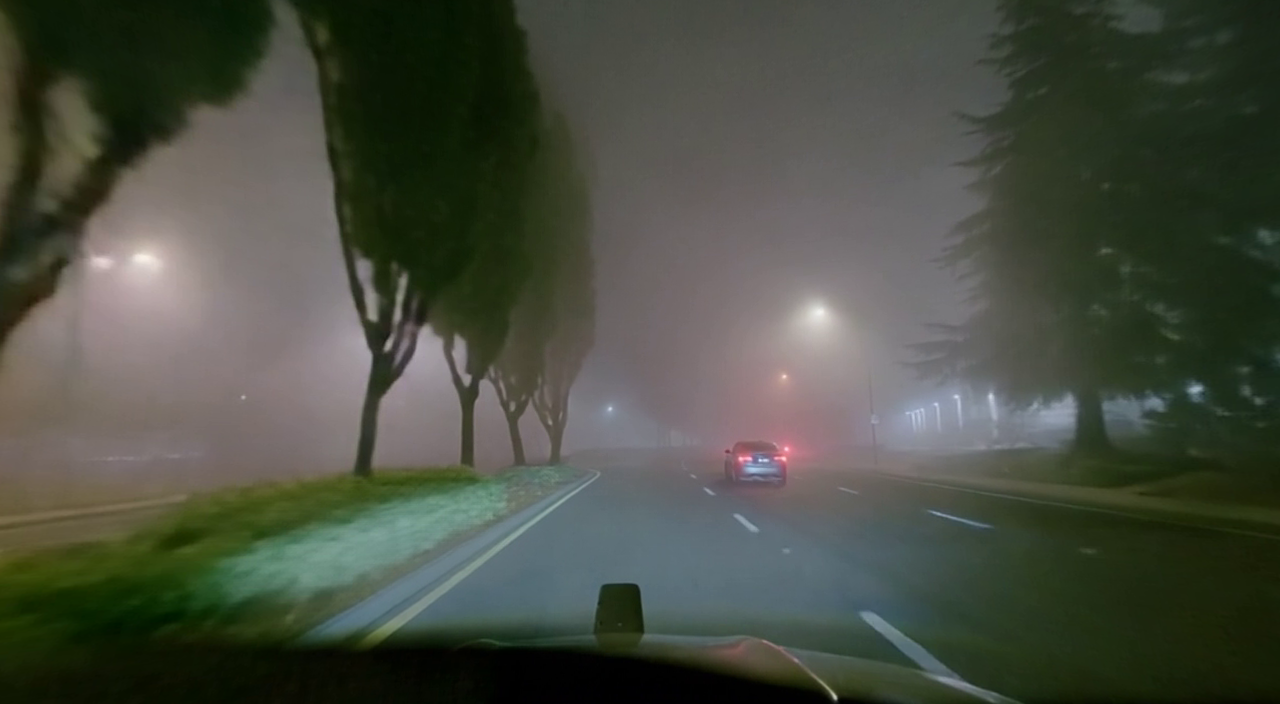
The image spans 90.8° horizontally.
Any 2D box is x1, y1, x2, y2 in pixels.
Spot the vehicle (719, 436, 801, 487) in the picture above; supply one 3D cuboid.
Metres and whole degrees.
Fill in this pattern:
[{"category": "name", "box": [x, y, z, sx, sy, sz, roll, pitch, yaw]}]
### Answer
[{"category": "vehicle", "box": [3.870, 3.612, 21.165, 1.928, 1.481, 4.453, 0, -8, 0]}]
